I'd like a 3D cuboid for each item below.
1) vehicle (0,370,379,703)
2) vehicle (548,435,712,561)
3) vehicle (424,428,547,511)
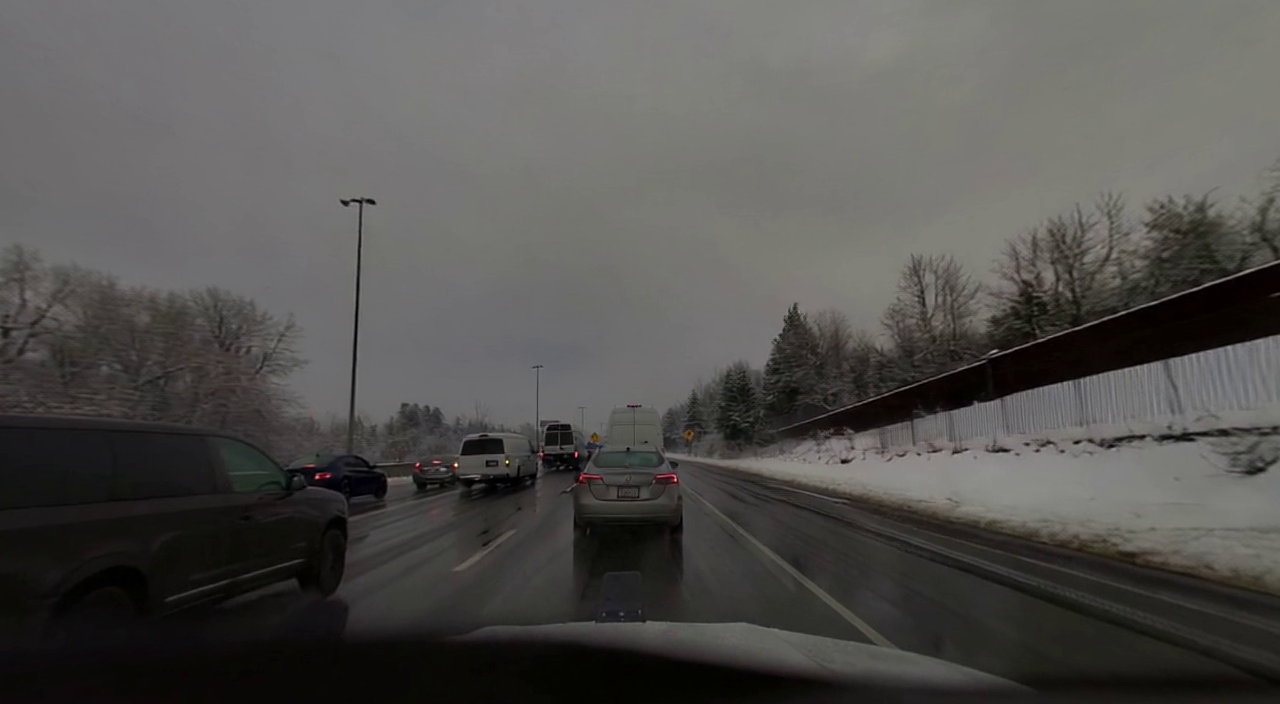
[{"bbox_3d":[-3.650,1.148,4.066,2.029,1.656,4.437,0,-9,0],"label":"vehicle"},{"bbox_3d":[-0.129,2.047,9.441,1.995,1.495,3.380,0,-9,0],"label":"vehicle"},{"bbox_3d":[-3.964,3.108,17.139,2.055,1.913,4.584,-1,-9,2],"label":"vehicle"}]
